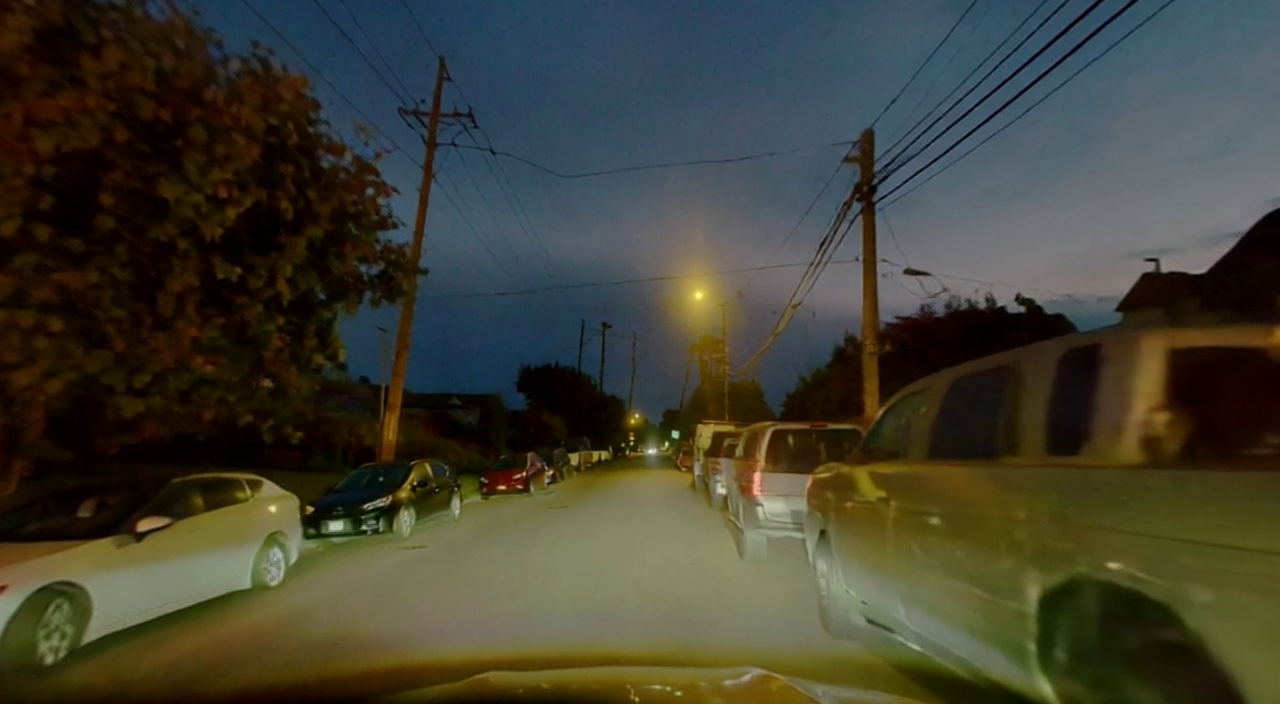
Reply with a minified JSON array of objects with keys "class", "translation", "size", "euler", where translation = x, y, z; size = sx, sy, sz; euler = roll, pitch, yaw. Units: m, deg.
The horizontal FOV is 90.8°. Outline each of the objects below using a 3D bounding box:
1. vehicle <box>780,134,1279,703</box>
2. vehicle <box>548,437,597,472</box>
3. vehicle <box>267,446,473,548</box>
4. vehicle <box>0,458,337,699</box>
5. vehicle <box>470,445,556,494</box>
[{"class":"vehicle","translation":[2.131,0.782,2.667],"size":[2.032,1.839,4.597],"euler":[0,-8,0]},{"class":"vehicle","translation":[-3.966,6.157,38.099],"size":[2.280,1.953,5.092],"euler":[0,-8,1]},{"class":"vehicle","translation":[-4.737,2.561,11.910],"size":[1.796,1.532,4.244],"euler":[-1,-8,4]},{"class":"vehicle","translation":[-4.879,1.725,5.701],"size":[1.932,1.431,4.198],"euler":[-1,-8,5]},{"class":"vehicle","translation":[-4.403,4.121,22.641],"size":[1.988,1.541,4.686],"euler":[-1,-8,2]}]
